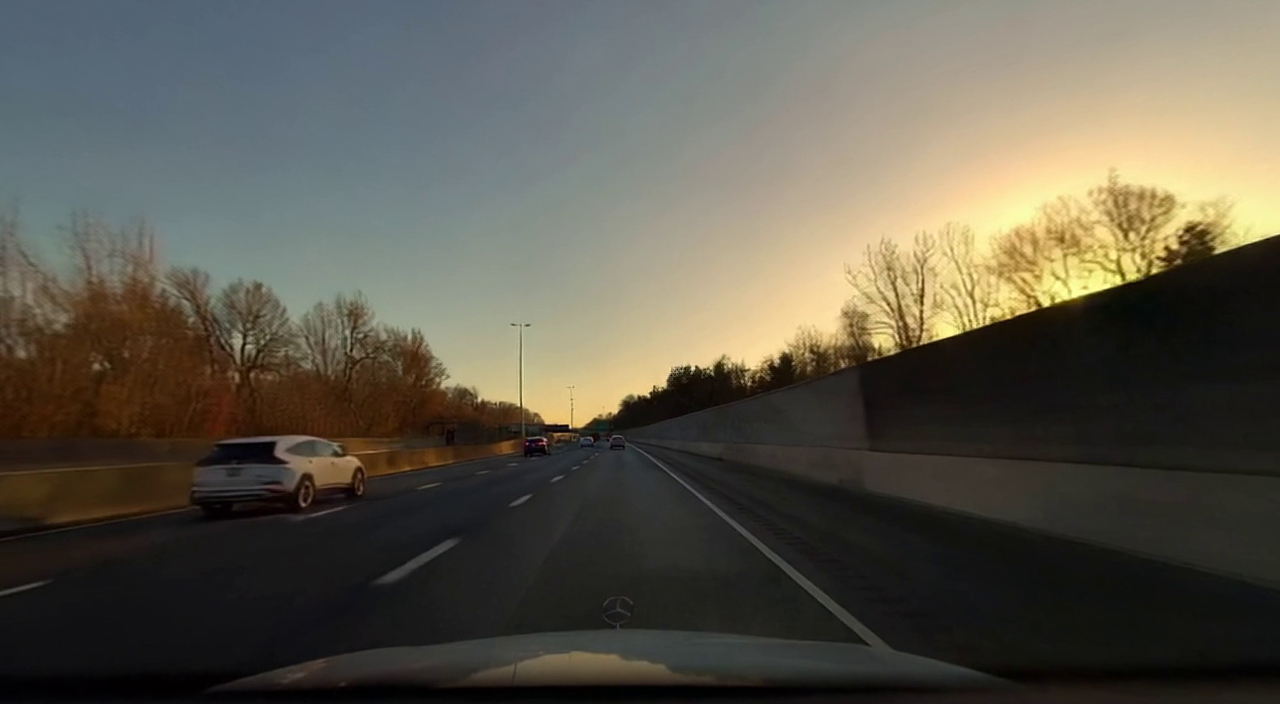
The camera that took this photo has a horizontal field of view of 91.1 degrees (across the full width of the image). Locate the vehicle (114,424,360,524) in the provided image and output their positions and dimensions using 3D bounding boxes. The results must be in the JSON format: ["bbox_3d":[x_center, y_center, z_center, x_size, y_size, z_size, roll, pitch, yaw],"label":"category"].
[{"bbox_3d":[-7.254,2.198,11.993,1.972,1.532,4.222,0,-8,-1],"label":"vehicle"}]

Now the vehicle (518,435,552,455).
[{"bbox_3d":[-8.089,7.192,48.765,1.988,1.505,4.044,0,-8,-2],"label":"vehicle"}]
